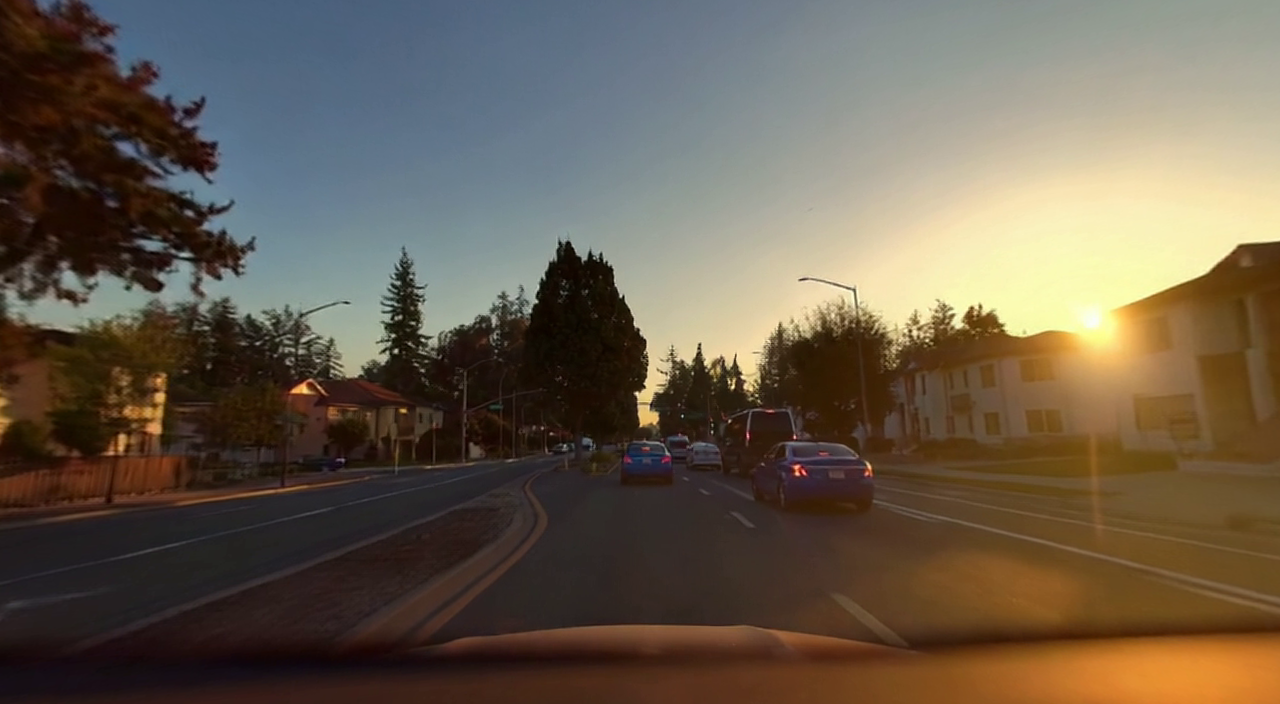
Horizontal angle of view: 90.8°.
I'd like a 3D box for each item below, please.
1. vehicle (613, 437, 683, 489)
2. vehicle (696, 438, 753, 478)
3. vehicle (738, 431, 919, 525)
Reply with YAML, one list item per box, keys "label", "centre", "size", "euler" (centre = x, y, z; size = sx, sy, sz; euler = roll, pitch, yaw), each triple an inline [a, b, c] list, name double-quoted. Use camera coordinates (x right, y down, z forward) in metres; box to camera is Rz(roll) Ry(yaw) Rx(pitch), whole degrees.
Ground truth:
- label: "vehicle"
  centre: [0.215, 3.582, 20.724]
  size: [2.093, 1.497, 4.010]
  euler: [0, -9, -1]
- label: "vehicle"
  centre: [3.434, 4.379, 26.301]
  size: [1.775, 1.499, 3.488]
  euler: [0, -9, -1]
- label: "vehicle"
  centre: [3.464, 2.422, 12.734]
  size: [2.161, 1.519, 4.568]
  euler: [0, -9, -1]
